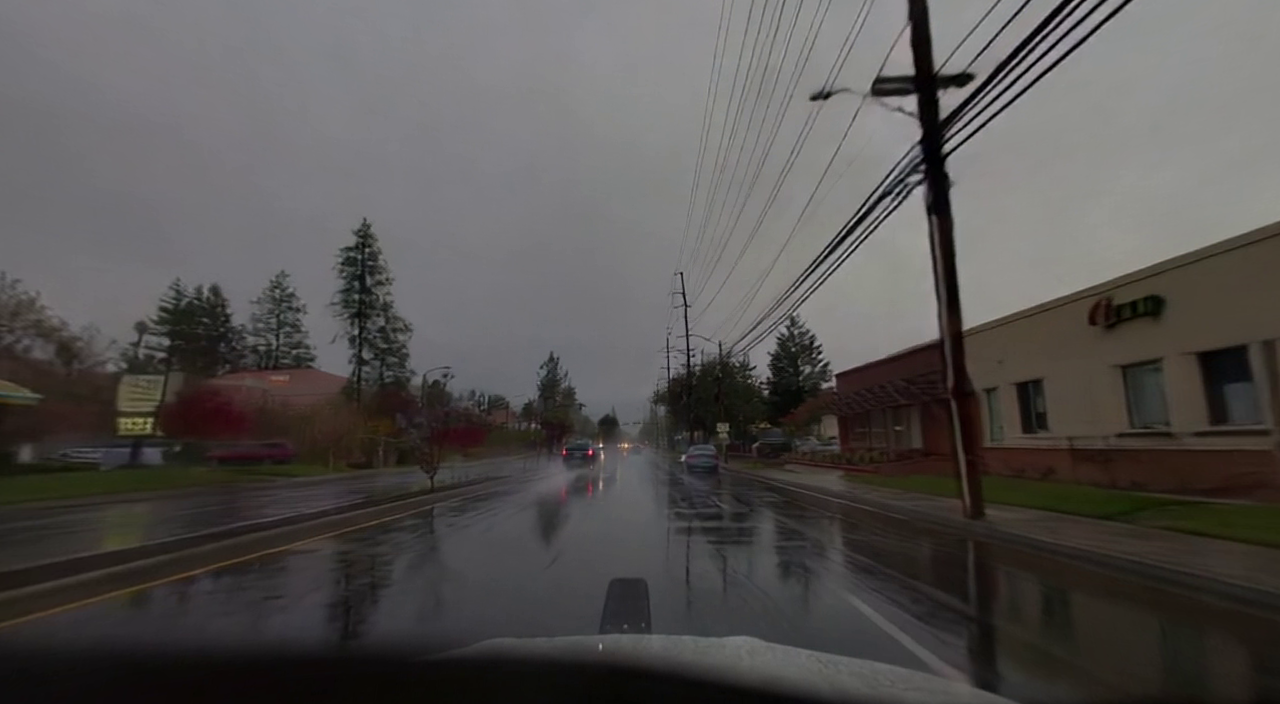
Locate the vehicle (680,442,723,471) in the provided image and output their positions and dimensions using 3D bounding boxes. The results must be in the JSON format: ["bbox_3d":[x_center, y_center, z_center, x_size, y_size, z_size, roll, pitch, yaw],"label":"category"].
[{"bbox_3d":[3.323,5.725,34.662,1.978,1.455,4.195,1,-9,1],"label":"vehicle"}]

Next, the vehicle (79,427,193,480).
[{"bbox_3d":[-28.200,5.687,35.634,2.230,2.687,5.908,1,-8,-9],"label":"vehicle"}]

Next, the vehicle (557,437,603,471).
[{"bbox_3d":[-3.089,5.403,33.408,2.047,1.664,4.148,0,-9,0],"label":"vehicle"}]
